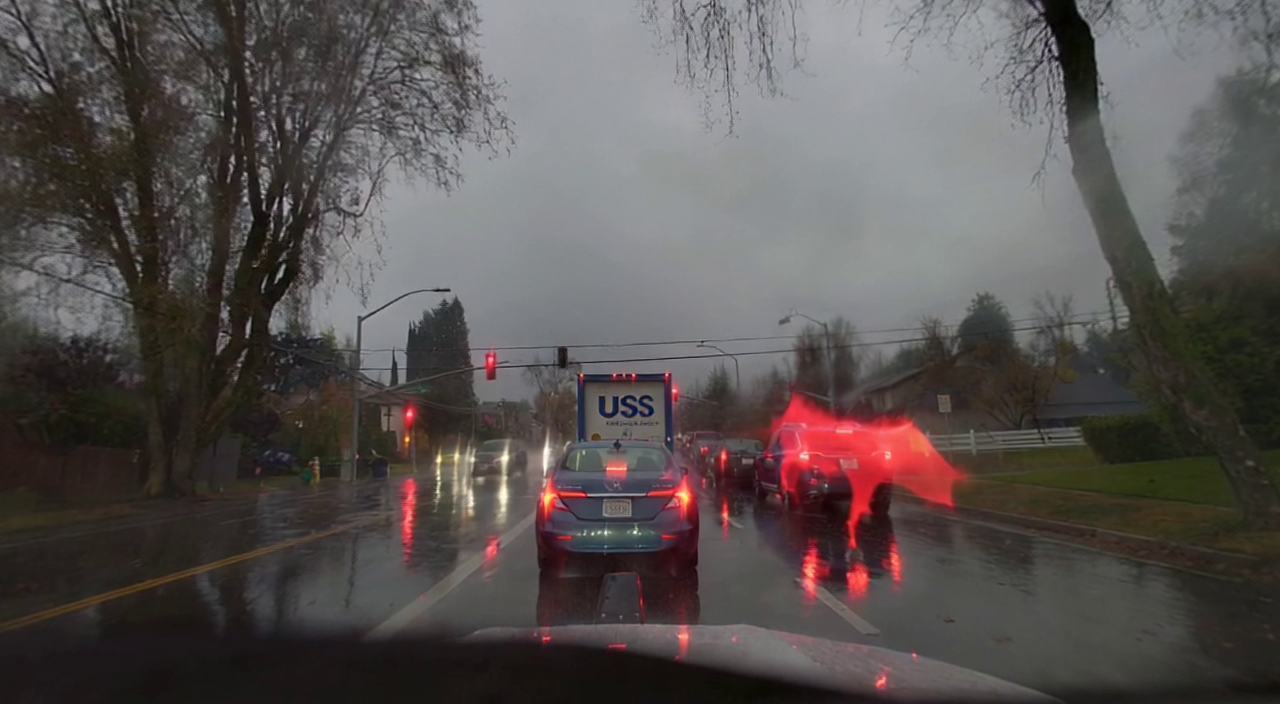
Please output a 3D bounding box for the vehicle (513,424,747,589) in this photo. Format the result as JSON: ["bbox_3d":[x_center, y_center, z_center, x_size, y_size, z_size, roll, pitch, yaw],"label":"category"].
[{"bbox_3d":[-0.147,1.721,7.934,2.135,1.483,4.207,0,-8,-2],"label":"vehicle"}]

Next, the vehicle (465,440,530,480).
[{"bbox_3d":[-6.355,4.865,28.680,1.962,1.640,4.161,0,-8,0],"label":"vehicle"}]

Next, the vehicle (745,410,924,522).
[{"bbox_3d":[3.605,2.229,12.807,2.145,1.847,4.524,0,-8,-1],"label":"vehicle"}]
